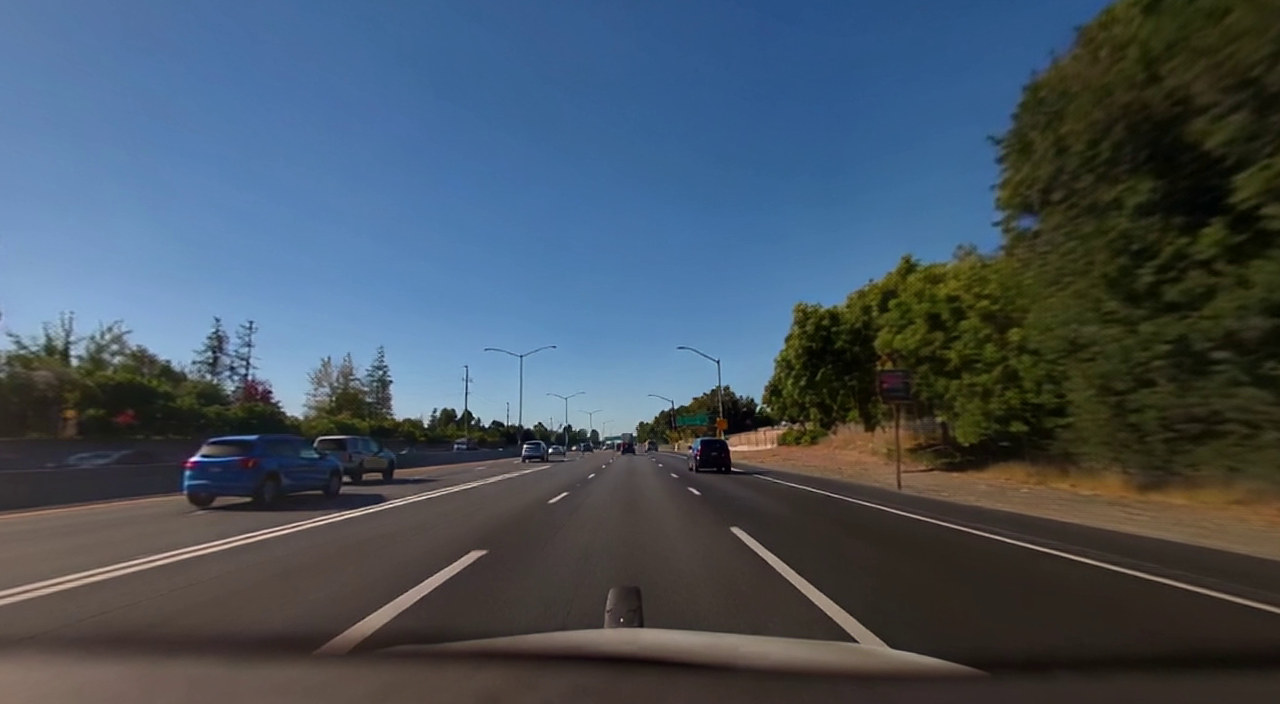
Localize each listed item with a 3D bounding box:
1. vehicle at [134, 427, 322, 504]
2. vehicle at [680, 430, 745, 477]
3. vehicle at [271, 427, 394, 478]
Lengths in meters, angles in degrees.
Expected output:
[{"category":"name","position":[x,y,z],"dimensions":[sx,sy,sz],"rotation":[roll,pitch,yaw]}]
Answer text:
[{"category":"vehicle","position":[-11.291,3.130,17.814],"dimensions":[2.137,1.873,4.687],"rotation":[0,-8,0]},{"category":"vehicle","position":[3.085,4.445,27.810],"dimensions":[2.184,1.892,4.763],"rotation":[0,-8,-2]},{"category":"vehicle","position":[-14.916,4.941,31.219],"dimensions":[2.736,2.262,6.533],"rotation":[0,-8,0]}]
